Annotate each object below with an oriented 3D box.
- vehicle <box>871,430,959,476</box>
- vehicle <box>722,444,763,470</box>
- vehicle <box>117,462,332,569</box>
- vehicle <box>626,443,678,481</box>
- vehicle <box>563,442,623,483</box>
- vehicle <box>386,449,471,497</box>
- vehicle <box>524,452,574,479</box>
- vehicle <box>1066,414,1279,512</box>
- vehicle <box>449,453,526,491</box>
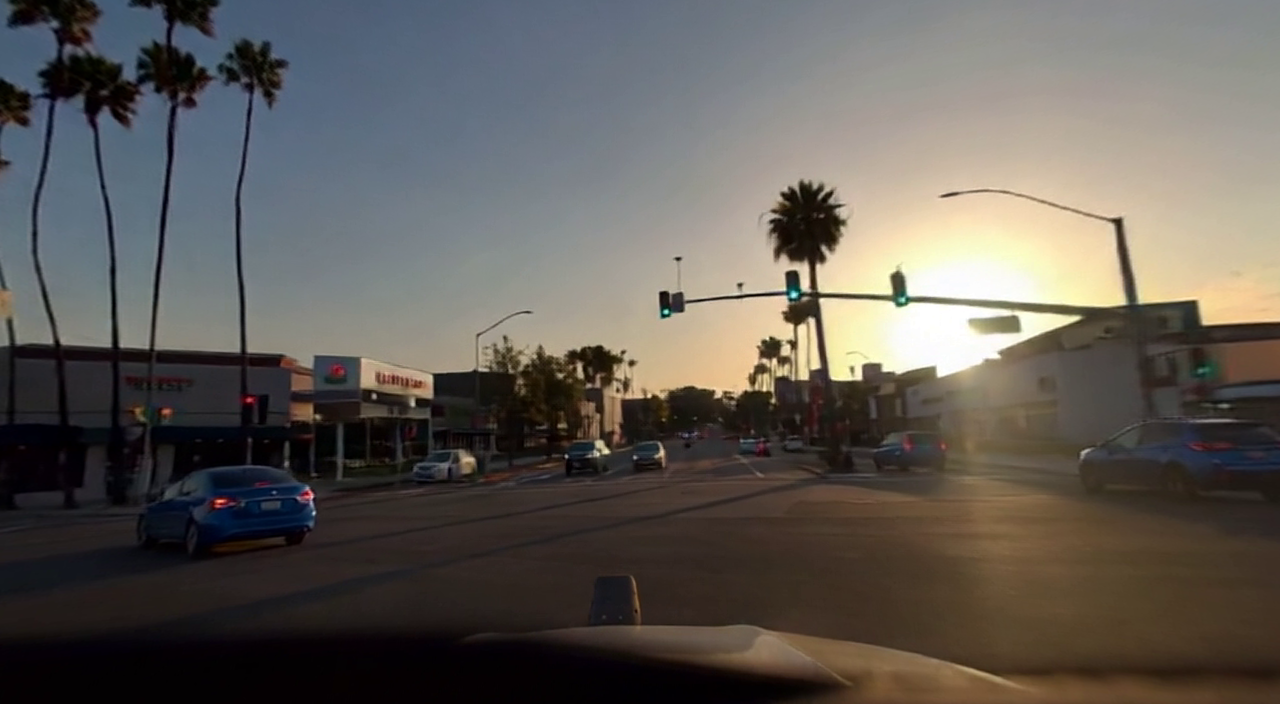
[{"bbox_3d":[12.263,4.582,28.557,2.059,1.859,4.690,-1,-9,3],"label":"vehicle"},{"bbox_3d":[6.257,6.510,39.156,1.977,1.449,4.254,-1,-9,2],"label":"vehicle"},{"bbox_3d":[-7.527,2.743,11.310,4.206,1.471,2.089,-9,-12,41],"label":"vehicle"},{"bbox_3d":[0.652,5.099,29.558,2.041,1.473,4.221,-2,-7,6],"label":"vehicle"},{"bbox_3d":[-2.143,5.176,29.805,2.187,1.740,4.022,-2,-9,5],"label":"vehicle"},{"bbox_3d":[-9.620,5.486,29.065,2.090,1.593,4.176,-6,-6,6],"label":"vehicle"},{"bbox_3d":[-5.363,6.725,37.689,1.973,1.474,4.495,-2,-9,5],"label":"vehicle"},{"bbox_3d":[11.991,2.390,13.882,2.199,1.773,4.568,-1,-9,3],"label":"vehicle"},{"bbox_3d":[-6.660,5.262,28.056,2.041,1.498,4.348,-2,-9,5],"label":"vehicle"}]
